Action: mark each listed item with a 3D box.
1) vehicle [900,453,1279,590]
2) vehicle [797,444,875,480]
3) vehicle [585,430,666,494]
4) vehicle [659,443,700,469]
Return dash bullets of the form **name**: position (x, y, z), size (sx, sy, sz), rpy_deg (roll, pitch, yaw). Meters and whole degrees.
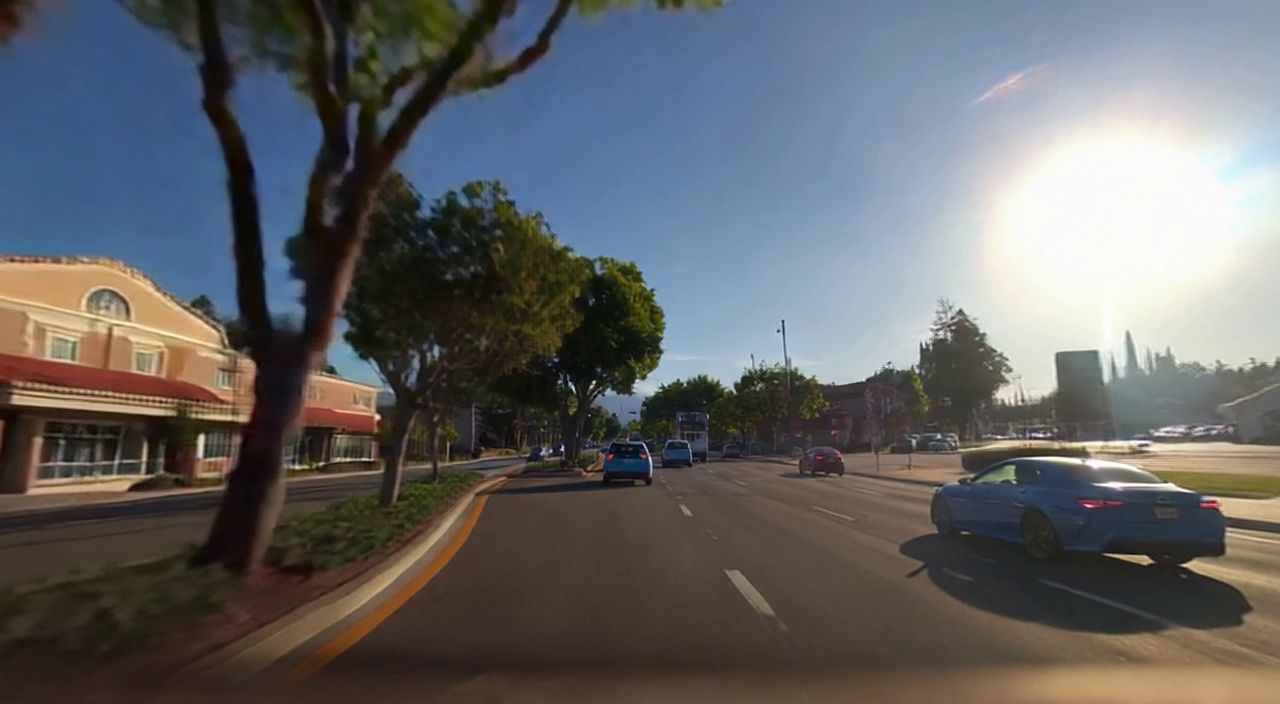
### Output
- **vehicle**: position (5.534, 1.991, 8.323), size (2.258, 1.294, 4.312), rpy_deg (0, -9, -2)
- **vehicle**: position (8.776, 4.985, 28.738), size (2.045, 1.484, 4.342), rpy_deg (0, -9, -1)
- **vehicle**: position (-0.469, 3.405, 19.808), size (2.266, 1.762, 4.131), rpy_deg (0, -9, -2)
- **vehicle**: position (2.307, 6.314, 38.279), size (2.078, 1.471, 4.142), rpy_deg (0, -9, -2)
